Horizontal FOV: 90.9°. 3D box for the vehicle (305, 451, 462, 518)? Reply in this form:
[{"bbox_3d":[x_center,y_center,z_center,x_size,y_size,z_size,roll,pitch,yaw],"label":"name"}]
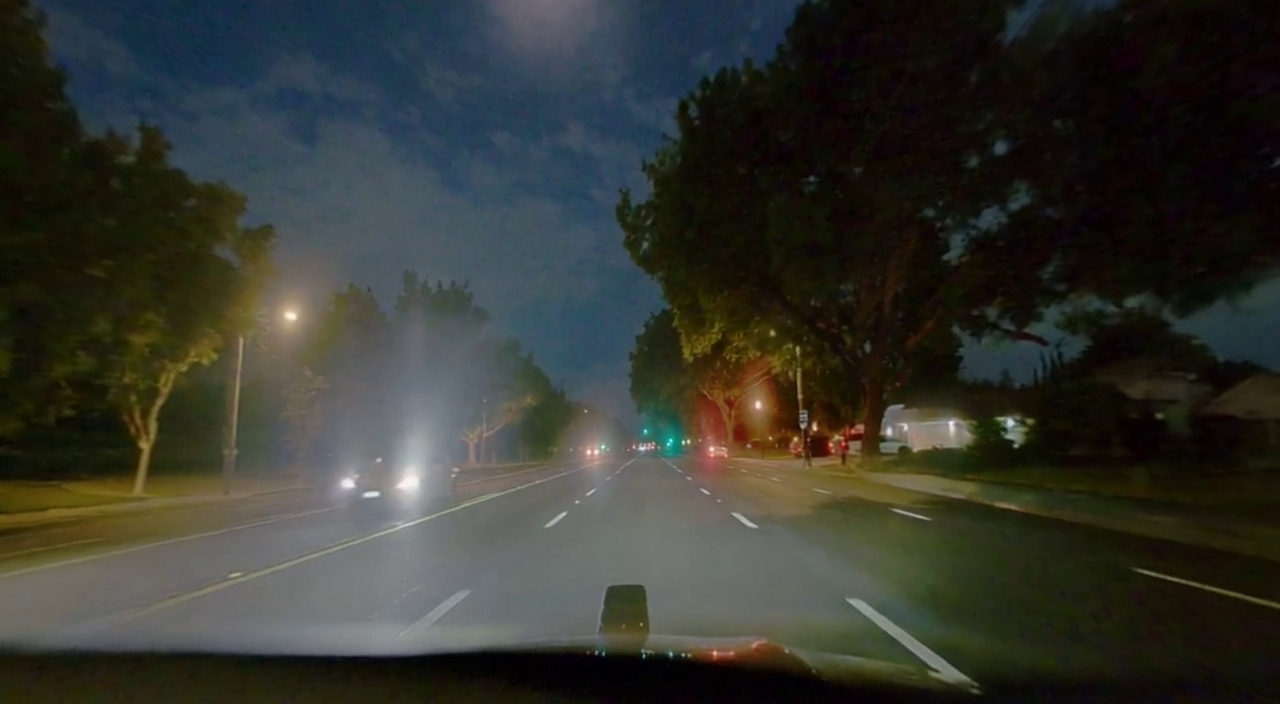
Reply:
[{"bbox_3d":[-6.543,3.397,16.787,2.188,1.478,4.567,0,-8,1],"label":"vehicle"}]

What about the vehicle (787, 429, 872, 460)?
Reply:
[{"bbox_3d":[14.875,7.300,49.828,5.886,2.000,2.372,-4,-8,5],"label":"vehicle"}]
